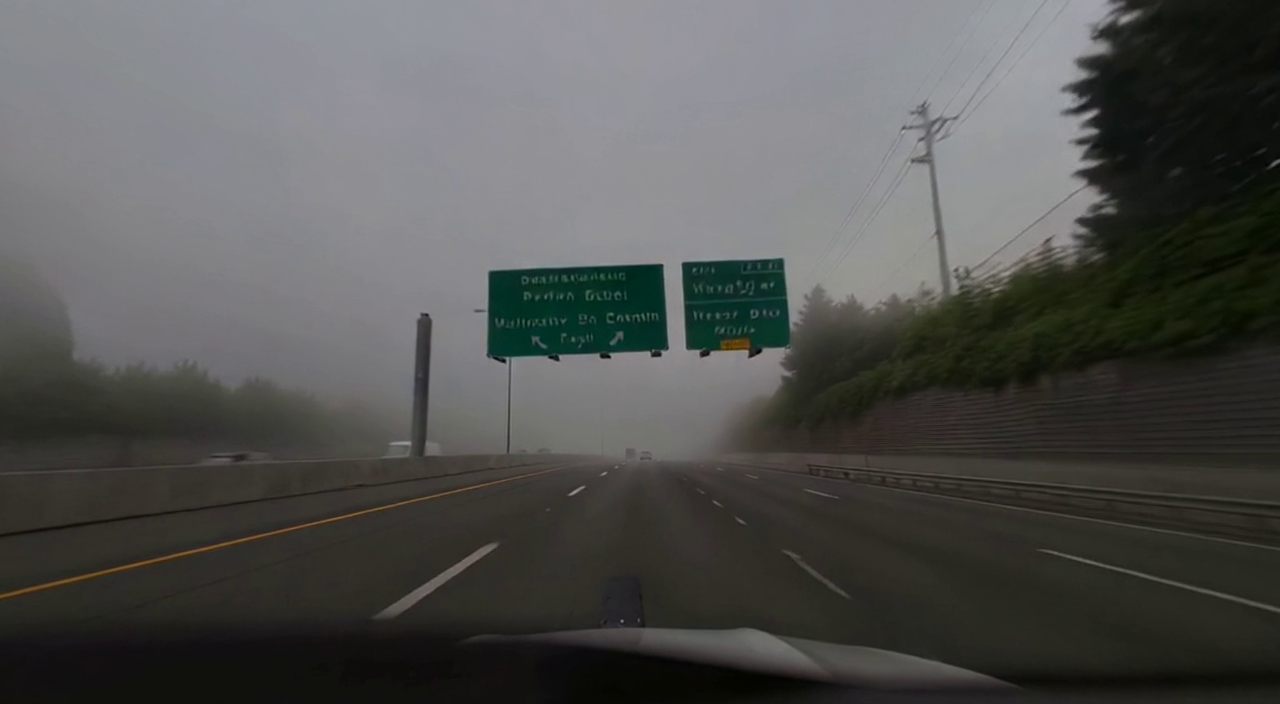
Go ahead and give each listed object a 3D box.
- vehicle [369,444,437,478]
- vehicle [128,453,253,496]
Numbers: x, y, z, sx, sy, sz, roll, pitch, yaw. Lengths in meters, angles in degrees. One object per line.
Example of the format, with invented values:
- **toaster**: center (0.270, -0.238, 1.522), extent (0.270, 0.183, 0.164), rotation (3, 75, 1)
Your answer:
- **vehicle**: center (-12.668, 5.843, 34.021), extent (1.927, 1.652, 4.319), rotation (0, -9, 1)
- **vehicle**: center (-16.945, 4.607, 24.051), extent (1.843, 1.462, 3.906), rotation (0, -9, 0)
